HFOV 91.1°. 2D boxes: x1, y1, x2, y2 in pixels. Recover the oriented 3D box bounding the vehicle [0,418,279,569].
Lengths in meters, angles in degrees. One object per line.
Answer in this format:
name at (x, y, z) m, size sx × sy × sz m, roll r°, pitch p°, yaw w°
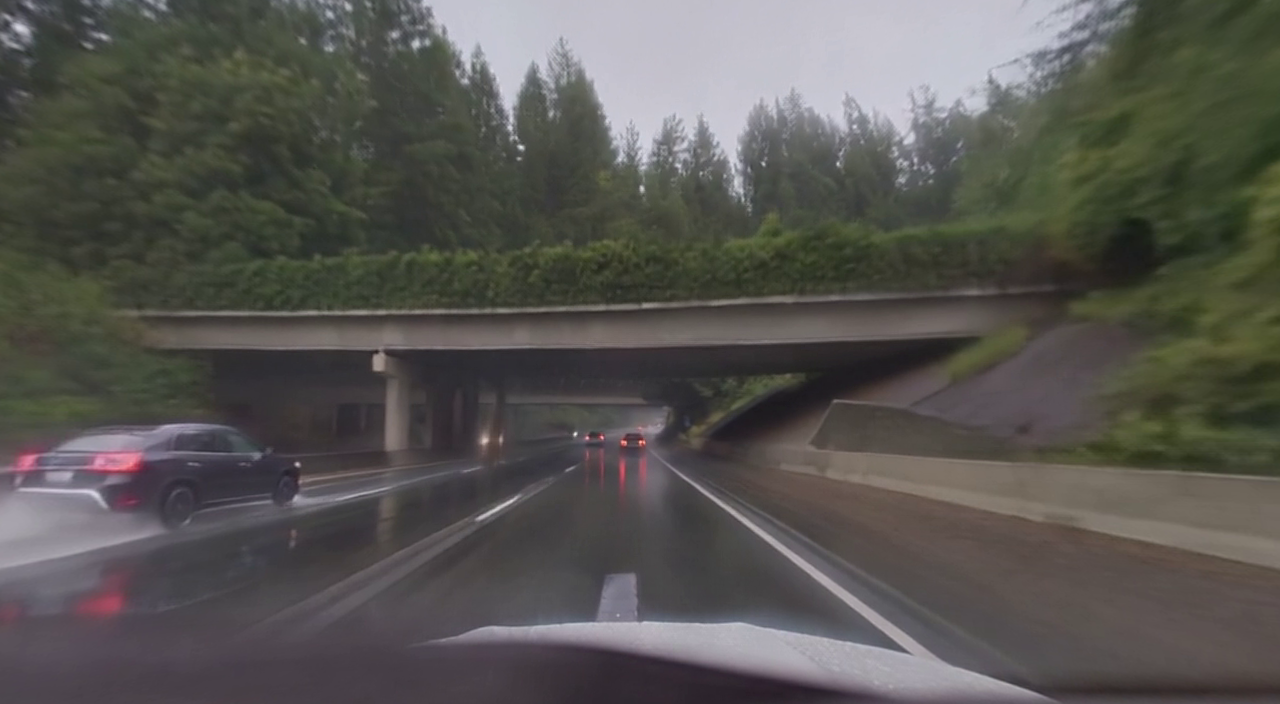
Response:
vehicle at (-7.393, 1.749, 8.696) m, size 2.118 × 1.524 × 4.422 m, roll 0°, pitch -8°, yaw 1°
